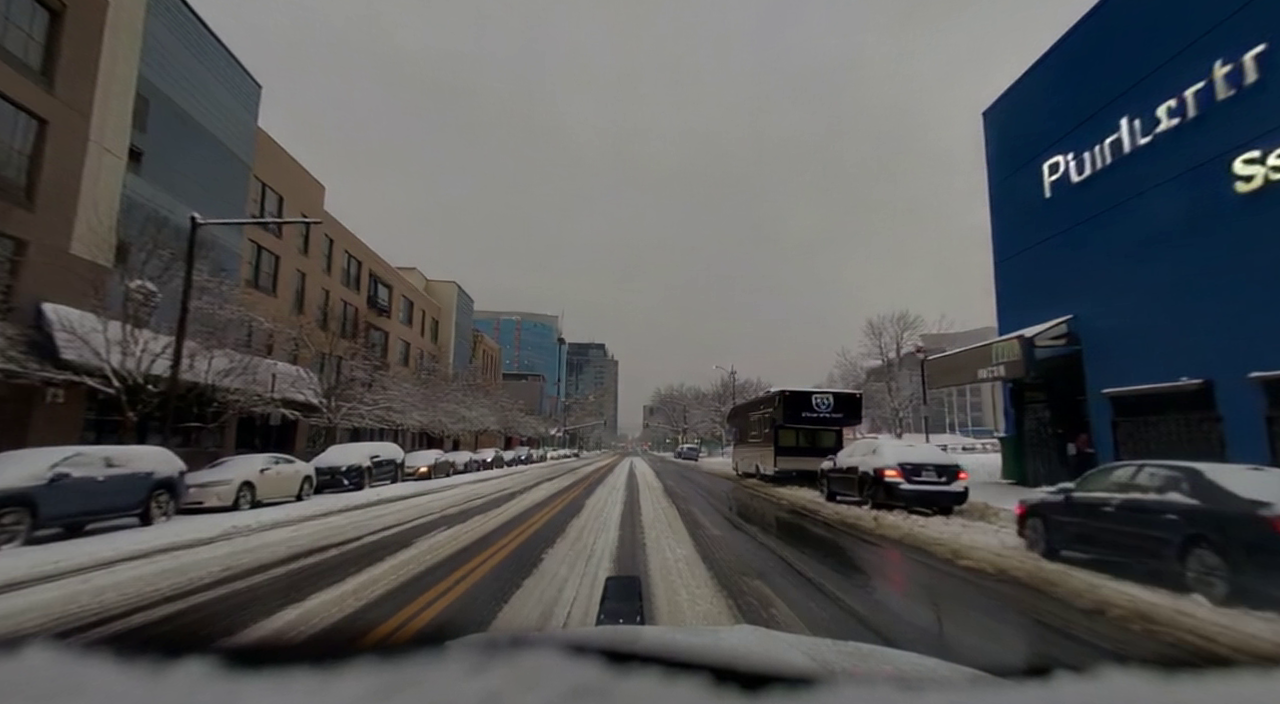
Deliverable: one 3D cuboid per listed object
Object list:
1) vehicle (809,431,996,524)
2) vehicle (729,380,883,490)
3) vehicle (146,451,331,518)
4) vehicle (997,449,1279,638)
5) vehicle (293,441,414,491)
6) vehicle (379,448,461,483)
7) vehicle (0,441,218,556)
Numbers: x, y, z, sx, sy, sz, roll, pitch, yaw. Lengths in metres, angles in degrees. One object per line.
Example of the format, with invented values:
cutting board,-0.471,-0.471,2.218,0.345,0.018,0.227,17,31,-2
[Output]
vehicle,5.895,2.865,15.161,2.154,1.804,5.341,0,-8,0
vehicle,5.960,3.360,25.012,3.102,3.473,9.734,0,-8,-2
vehicle,-10.038,3.303,16.338,1.802,1.439,4.546,0,-8,0
vehicle,6.117,1.792,6.649,1.939,1.491,4.521,0,-8,-2
vehicle,-10.093,4.045,22.746,2.276,1.597,4.421,0,-8,0
vehicle,-10.105,5.230,29.476,2.078,1.427,4.900,0,-8,0
vehicle,-10.033,2.343,10.855,2.230,1.577,4.871,0,-8,-1
